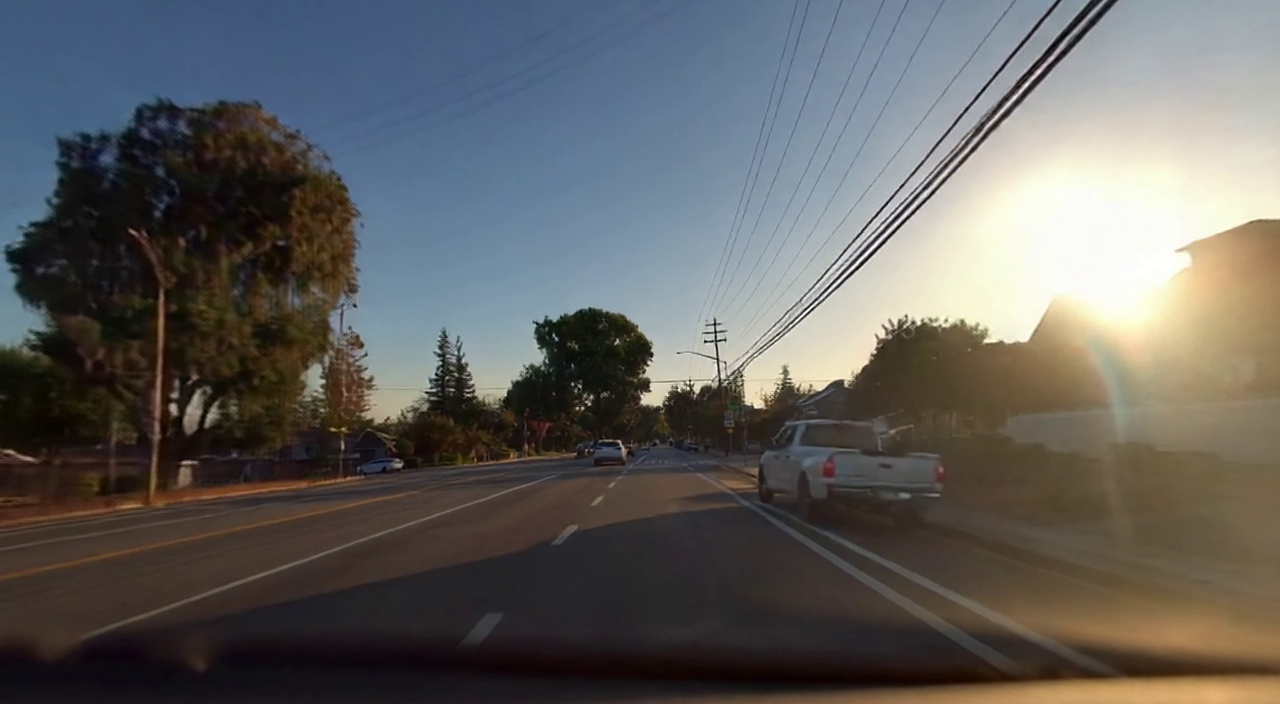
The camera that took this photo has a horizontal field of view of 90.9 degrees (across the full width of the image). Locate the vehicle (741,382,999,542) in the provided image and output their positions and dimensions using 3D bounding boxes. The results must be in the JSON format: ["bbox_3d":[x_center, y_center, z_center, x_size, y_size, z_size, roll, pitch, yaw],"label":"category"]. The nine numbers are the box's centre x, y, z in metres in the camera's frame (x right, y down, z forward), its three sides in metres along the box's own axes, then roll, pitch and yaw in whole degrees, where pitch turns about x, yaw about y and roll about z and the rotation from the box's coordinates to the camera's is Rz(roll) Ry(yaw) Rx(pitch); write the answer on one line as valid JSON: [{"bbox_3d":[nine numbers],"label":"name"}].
[{"bbox_3d":[3.748,2.009,12.050,2.622,2.137,6.267,2,-9,1],"label":"vehicle"}]

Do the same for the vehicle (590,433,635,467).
[{"bbox_3d":[-1.592,5.973,38.497,2.327,1.861,4.941,-1,-9,2],"label":"vehicle"}]
